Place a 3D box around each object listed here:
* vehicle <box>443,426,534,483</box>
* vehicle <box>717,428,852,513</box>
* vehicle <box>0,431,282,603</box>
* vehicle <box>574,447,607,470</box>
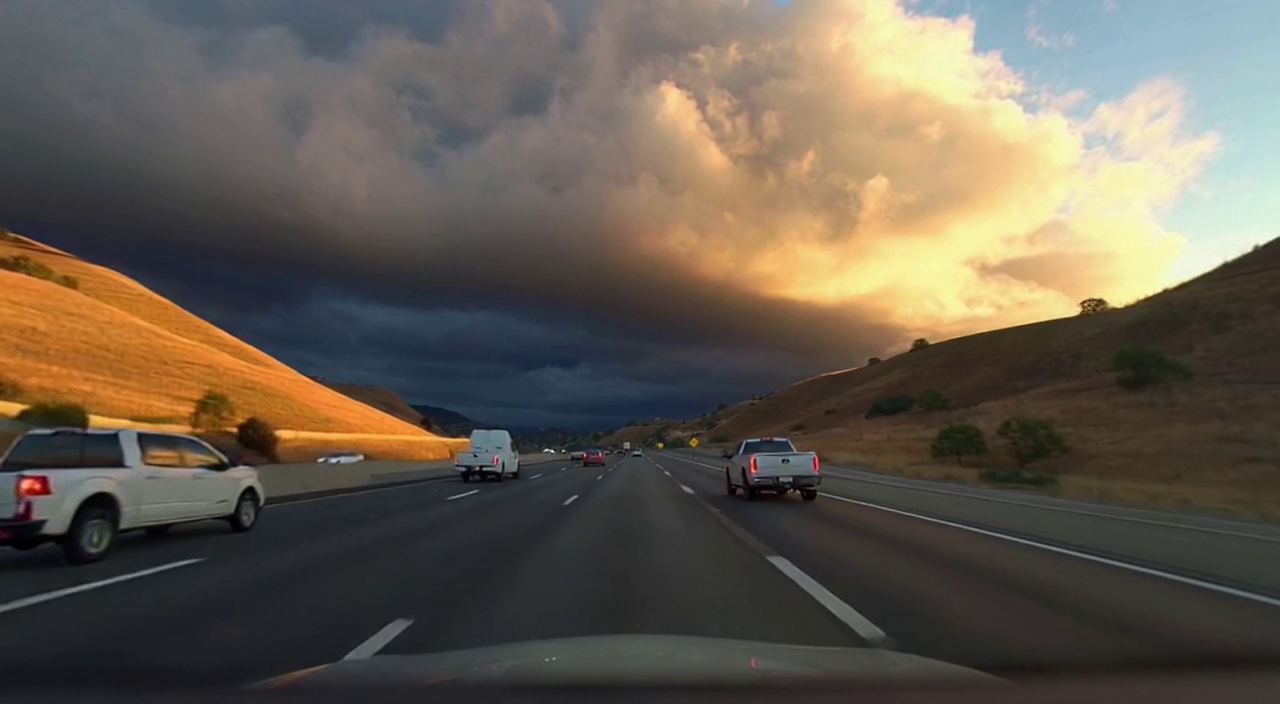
[{"bbox_3d":[-7.363,5.141,31.753,2.937,2.509,7.090,0,-9,-1],"label":"vehicle"},{"bbox_3d":[3.378,2.898,15.835,2.231,1.789,4.700,0,-9,0],"label":"vehicle"},{"bbox_3d":[-6.830,1.833,7.808,1.935,1.550,4.883,0,-9,-1],"label":"vehicle"},{"bbox_3d":[-3.486,7.584,44.999,2.009,1.593,4.378,0,-9,-1],"label":"vehicle"}]
